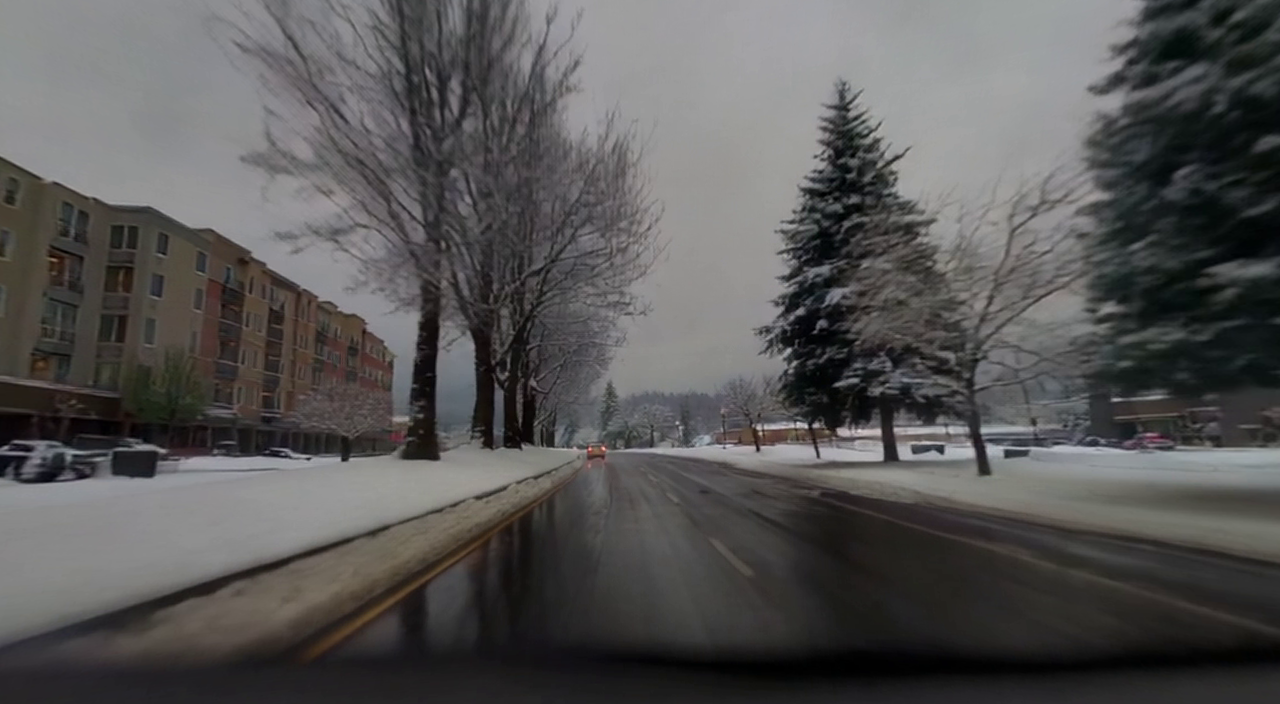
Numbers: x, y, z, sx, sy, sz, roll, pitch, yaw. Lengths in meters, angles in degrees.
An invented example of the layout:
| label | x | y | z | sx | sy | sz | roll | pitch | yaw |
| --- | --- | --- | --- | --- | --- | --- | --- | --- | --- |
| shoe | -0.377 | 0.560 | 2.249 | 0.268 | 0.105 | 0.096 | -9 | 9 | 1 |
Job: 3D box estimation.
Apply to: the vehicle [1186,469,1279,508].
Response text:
| label | x | y | z | sx | sy | sz | roll | pitch | yaw |
| --- | --- | --- | --- | --- | --- | --- | --- | --- | --- |
| vehicle | 30.541 | 6.728 | 31.227 | 4.999 | 1.747 | 2.000 | -1 | -9 | 4 |

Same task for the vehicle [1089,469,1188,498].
| label | x | y | z | sx | sy | sz | roll | pitch | yaw |
| --- | --- | --- | --- | --- | --- | --- | --- | --- | --- |
| vehicle | 31.158 | 8.214 | 39.567 | 4.391 | 1.683 | 1.945 | -1 | -9 | 3 |
